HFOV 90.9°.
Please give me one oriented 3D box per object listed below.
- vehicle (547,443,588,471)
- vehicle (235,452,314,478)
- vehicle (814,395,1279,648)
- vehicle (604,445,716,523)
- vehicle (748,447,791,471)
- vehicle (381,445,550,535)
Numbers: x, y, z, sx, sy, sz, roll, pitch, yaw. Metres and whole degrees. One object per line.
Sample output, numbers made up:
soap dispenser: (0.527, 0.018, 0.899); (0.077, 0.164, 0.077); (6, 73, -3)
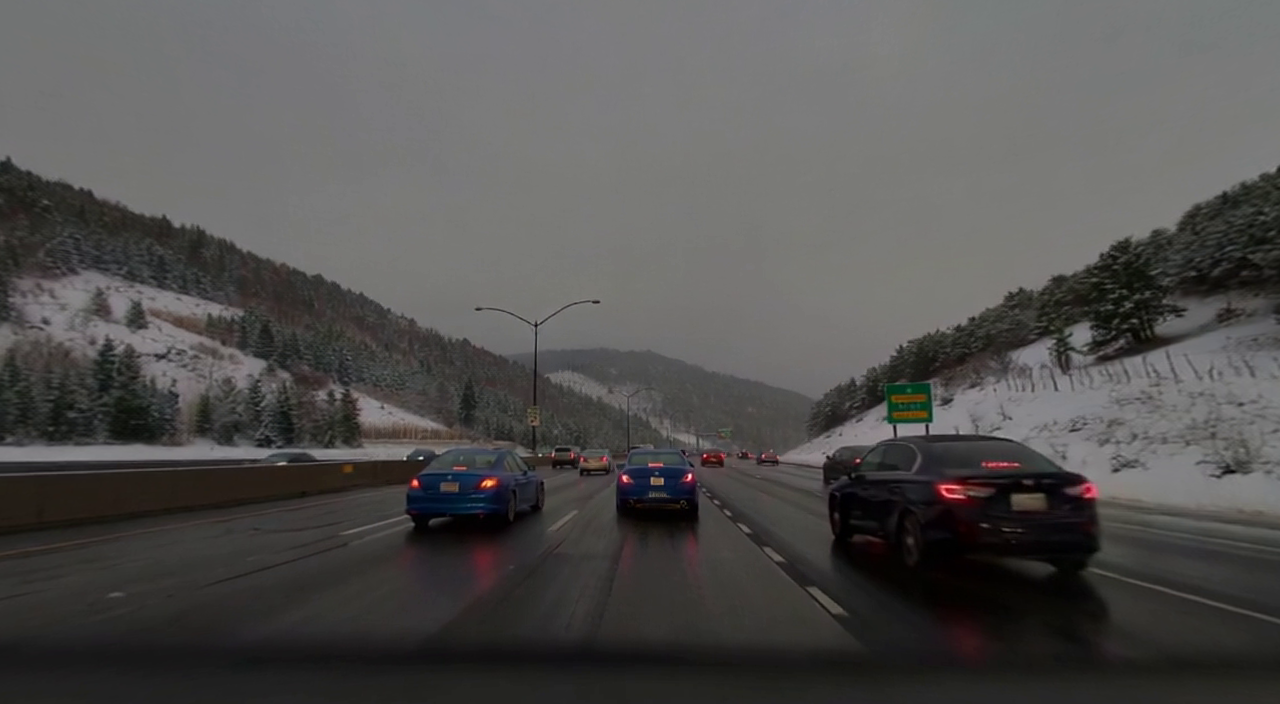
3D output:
vehicle: (-5.276, 7.722, 46.493); (2.163, 1.899, 4.805); (-1, -9, 4)
vehicle: (-23.297, 7.189, 40.424); (2.072, 1.472, 4.716); (-1, -9, 2)
vehicle: (3.523, 1.502, 6.699); (2.083, 1.693, 4.740); (0, -9, 1)
vehicle: (0.402, 2.745, 13.669); (2.072, 1.431, 3.904); (0, -9, 1)
vehicle: (8.501, 7.045, 41.779); (2.097, 1.515, 4.593); (-1, -9, 2)
vehicle: (-3.168, 2.592, 12.556); (2.017, 1.446, 4.384); (0, -9, 1)
